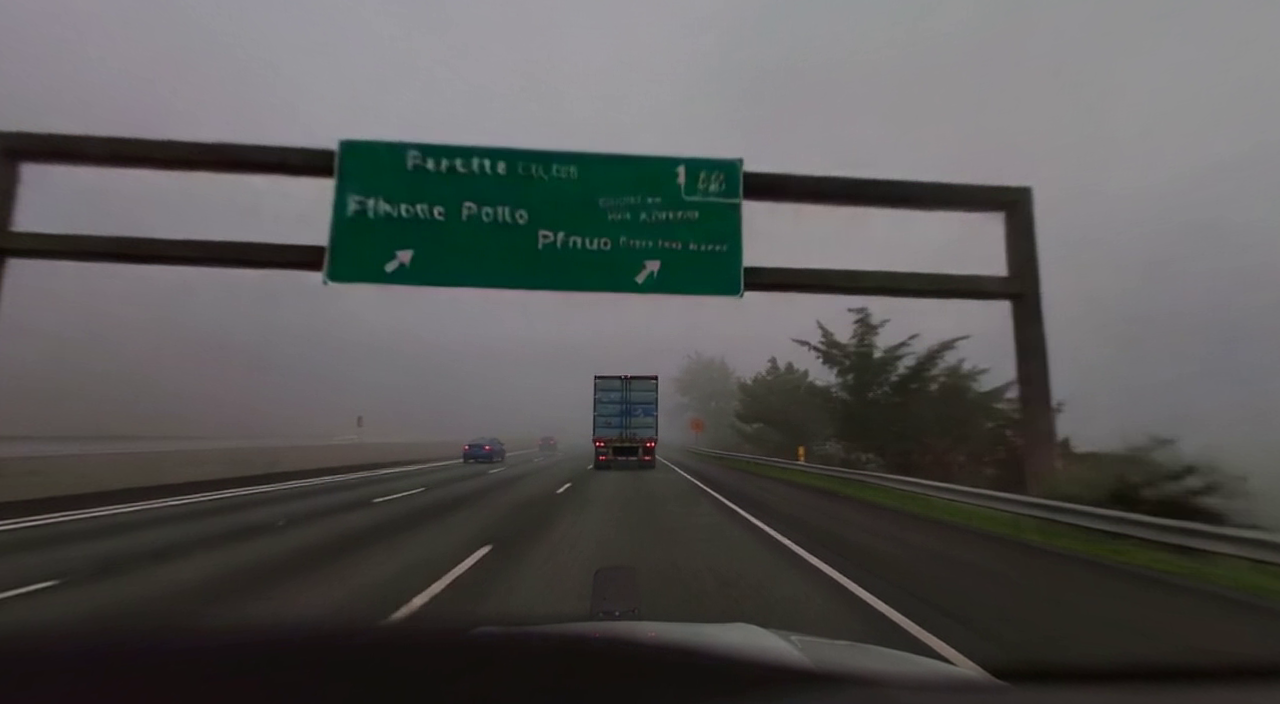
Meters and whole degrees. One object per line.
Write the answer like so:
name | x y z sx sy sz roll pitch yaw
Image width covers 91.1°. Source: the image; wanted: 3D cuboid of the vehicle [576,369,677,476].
vehicle | -0.570 3.222 27.302 3.033 3.223 14.836 3 -8 -1

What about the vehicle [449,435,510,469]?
vehicle | -7.355 4.584 29.102 1.856 1.479 3.710 0 -8 0
